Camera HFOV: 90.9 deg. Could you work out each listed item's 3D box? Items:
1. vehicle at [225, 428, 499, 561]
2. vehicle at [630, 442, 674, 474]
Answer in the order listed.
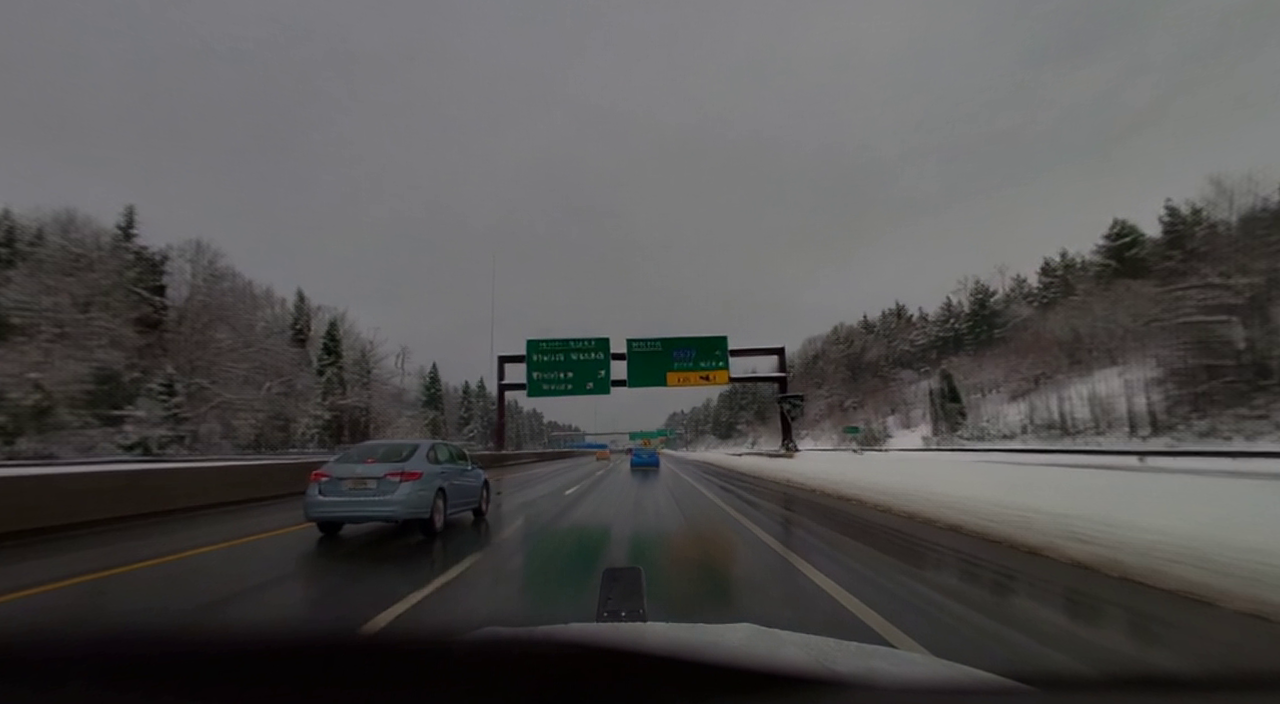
[{"bbox_3d":[-3.600,1.921,9.208,2.062,1.474,4.151,0,-9,0],"label":"vehicle"},{"bbox_3d":[0.558,5.131,30.599,2.002,1.449,3.612,0,-9,0],"label":"vehicle"}]
